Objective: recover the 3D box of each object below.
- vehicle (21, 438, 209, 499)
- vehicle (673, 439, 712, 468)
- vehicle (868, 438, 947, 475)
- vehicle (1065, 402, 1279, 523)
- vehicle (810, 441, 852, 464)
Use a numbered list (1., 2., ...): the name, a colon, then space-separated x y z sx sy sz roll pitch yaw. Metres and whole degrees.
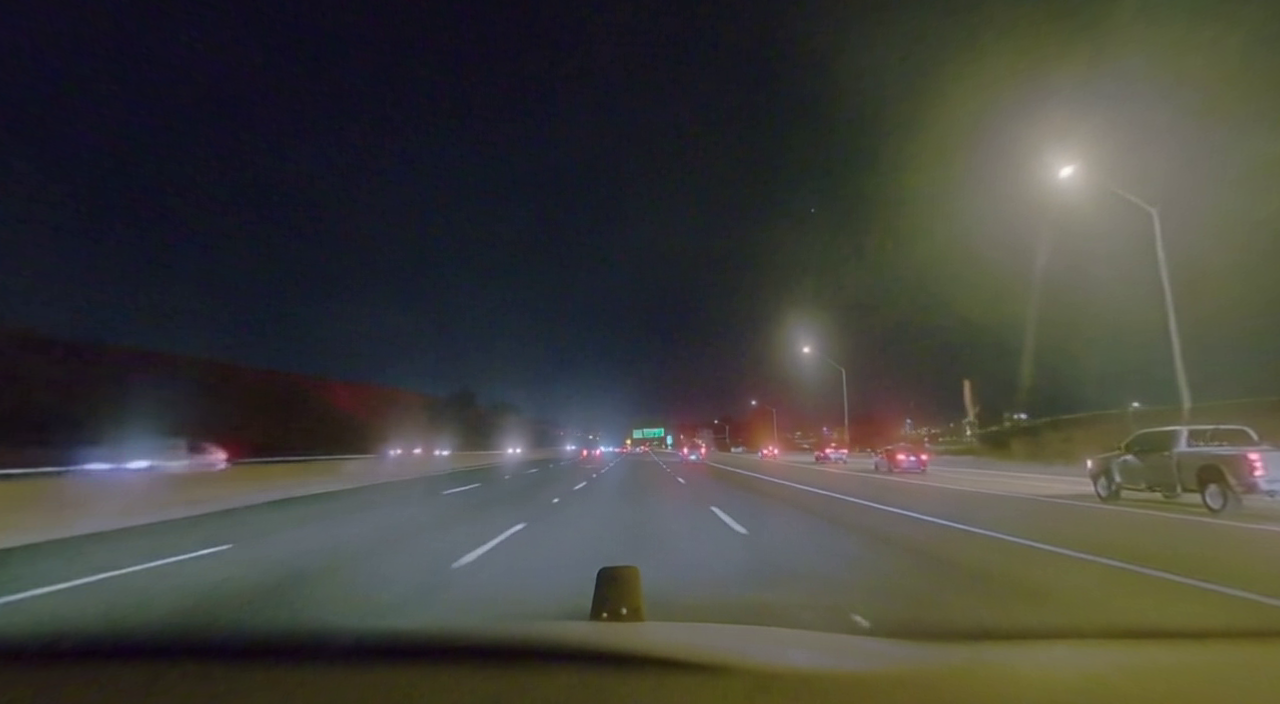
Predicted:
1. vehicle: -17.429 3.873 21.346 2.083 1.785 4.877 0 -9 0
2. vehicle: 3.403 6.666 41.505 2.147 1.794 4.538 0 -9 0
3. vehicle: 13.794 5.418 32.826 2.116 1.754 4.727 0 -9 1
4. vehicle: 12.863 2.416 14.045 2.442 2.140 6.462 0 -9 3
5. vehicle: 14.766 7.780 48.917 2.020 1.707 4.424 0 -9 1
